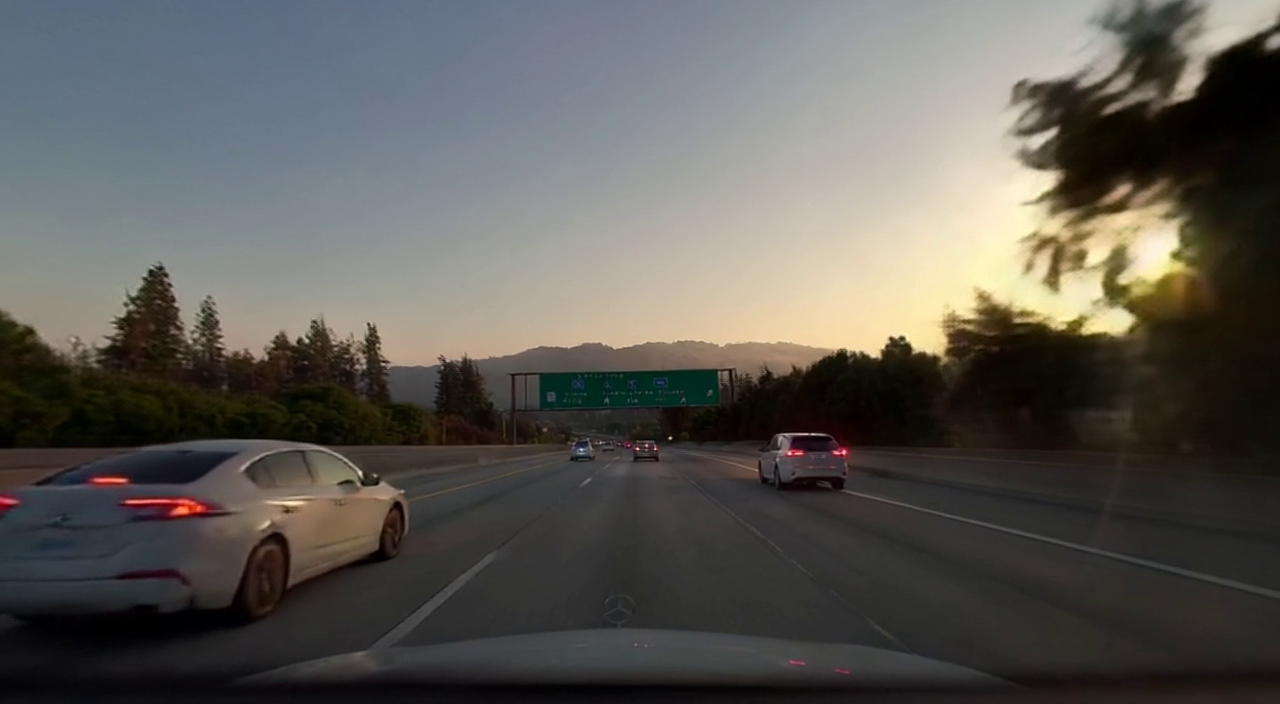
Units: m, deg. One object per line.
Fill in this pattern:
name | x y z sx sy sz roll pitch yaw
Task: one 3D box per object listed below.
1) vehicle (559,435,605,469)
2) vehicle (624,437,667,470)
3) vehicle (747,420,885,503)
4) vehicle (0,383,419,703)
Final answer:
vehicle | -3.082 5.434 34.309 2.044 1.682 4.201 -1 -8 1
vehicle | 0.278 5.146 31.884 2.049 1.542 3.816 0 -8 1
vehicle | 4.050 2.605 15.297 2.025 1.707 4.279 0 -8 -1
vehicle | -3.453 1.222 4.504 2.066 1.561 4.495 0 -8 0
